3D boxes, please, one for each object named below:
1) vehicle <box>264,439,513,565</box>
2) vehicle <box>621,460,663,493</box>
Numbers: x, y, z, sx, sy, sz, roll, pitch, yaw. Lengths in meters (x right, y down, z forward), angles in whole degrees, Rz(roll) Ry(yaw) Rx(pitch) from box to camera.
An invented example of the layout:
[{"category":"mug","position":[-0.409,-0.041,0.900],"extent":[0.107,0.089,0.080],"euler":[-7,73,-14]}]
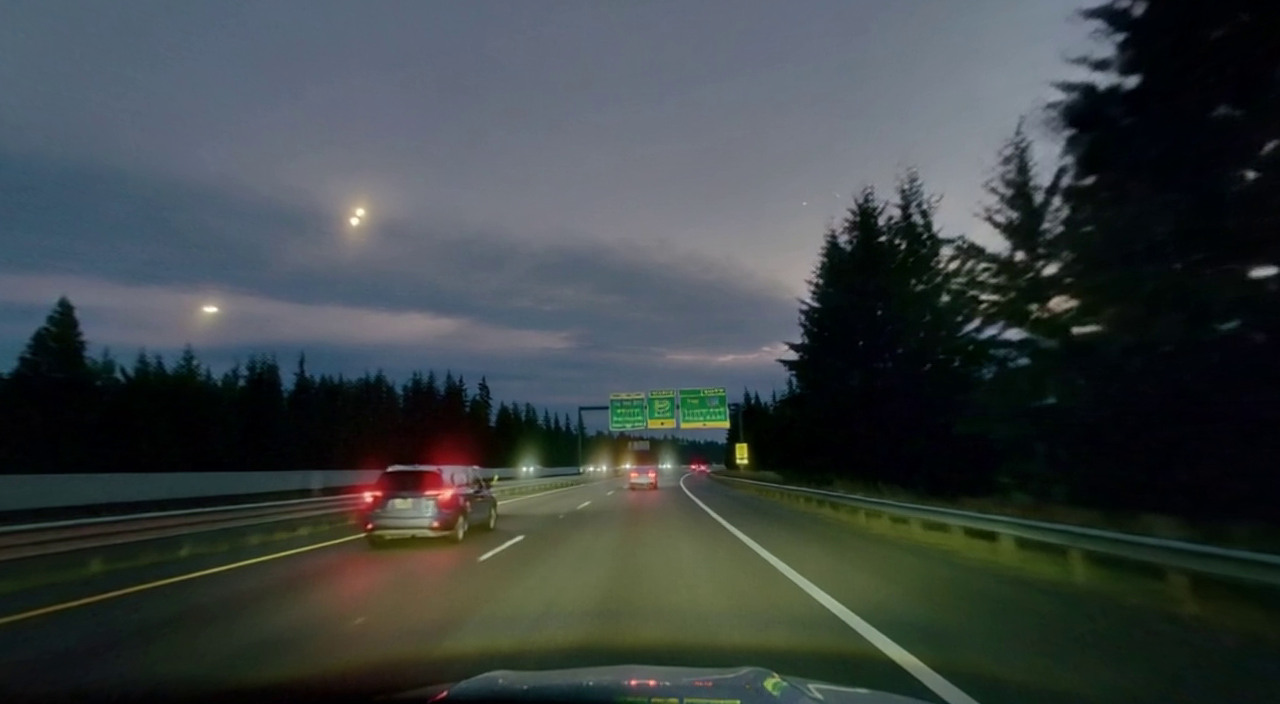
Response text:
[{"category":"vehicle","position":[-3.734,2.376,10.548],"extent":[2.063,1.556,4.740],"euler":[1,-10,2]},{"category":"vehicle","position":[0.181,6.705,34.015],"extent":[2.000,1.594,3.996],"euler":[1,-10,4]}]
